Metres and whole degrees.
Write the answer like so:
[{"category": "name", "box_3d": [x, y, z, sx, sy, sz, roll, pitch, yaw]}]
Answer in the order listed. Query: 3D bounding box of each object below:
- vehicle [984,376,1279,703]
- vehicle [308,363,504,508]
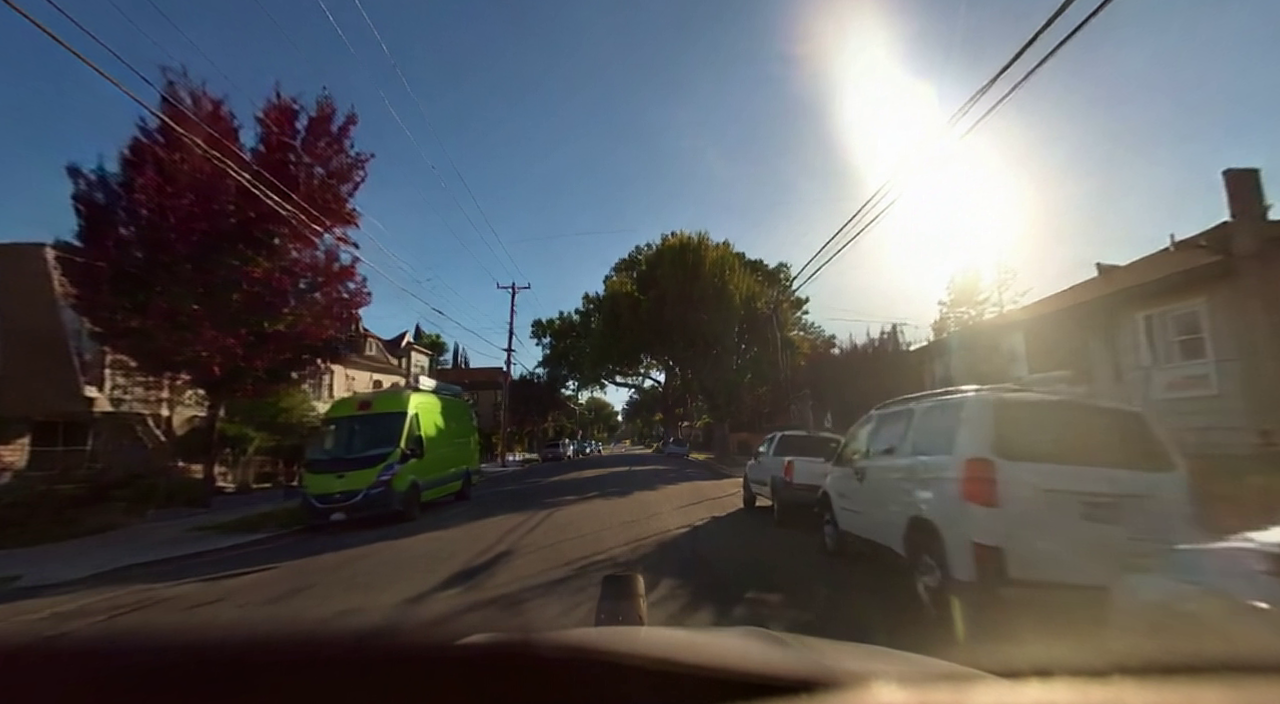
[{"category": "vehicle", "box_3d": [3.329, 0.865, 1.870, 2.010, 1.661, 4.615, 0, -9, 0]}, {"category": "vehicle", "box_3d": [-6.680, 2.490, 19.597, 3.115, 3.562, 7.695, -1, -6, 0]}]
